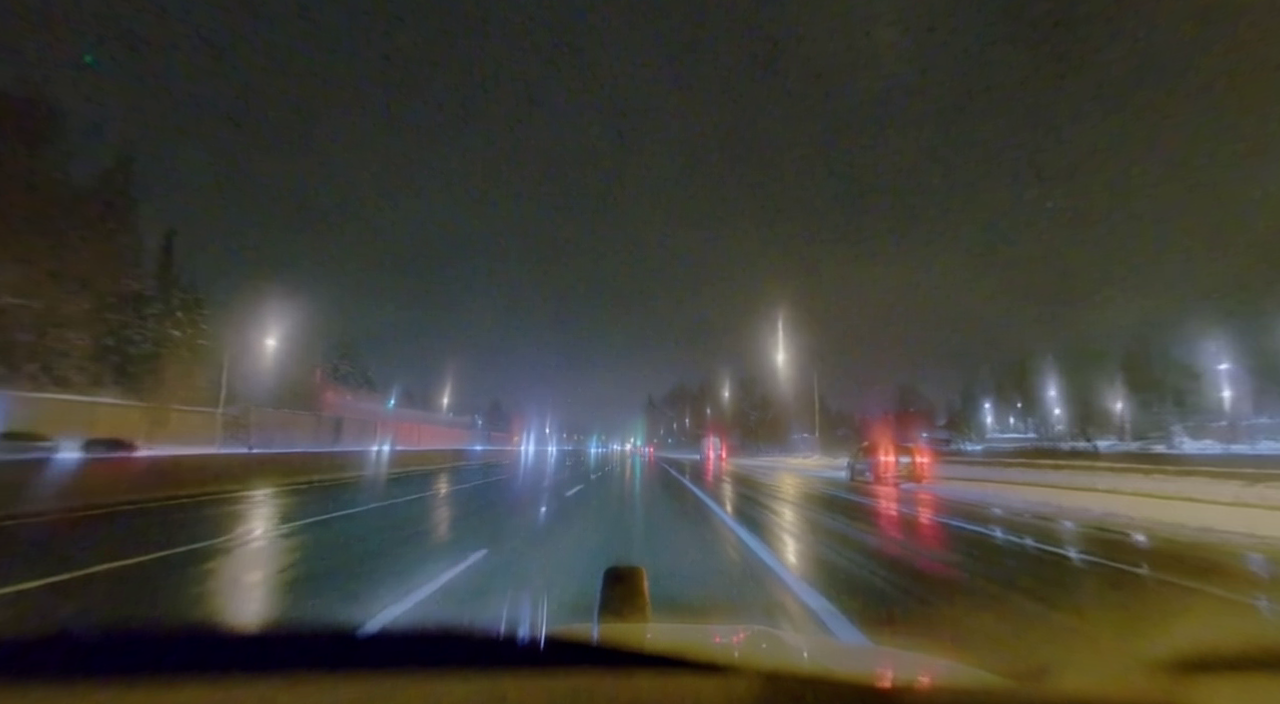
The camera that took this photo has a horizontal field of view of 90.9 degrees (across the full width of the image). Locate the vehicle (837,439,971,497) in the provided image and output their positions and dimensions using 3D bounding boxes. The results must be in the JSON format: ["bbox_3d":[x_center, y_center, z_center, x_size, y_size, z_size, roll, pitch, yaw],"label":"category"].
[{"bbox_3d":[7.799,3.451,19.231,2.031,1.524,4.657,0,-8,-1],"label":"vehicle"}]
